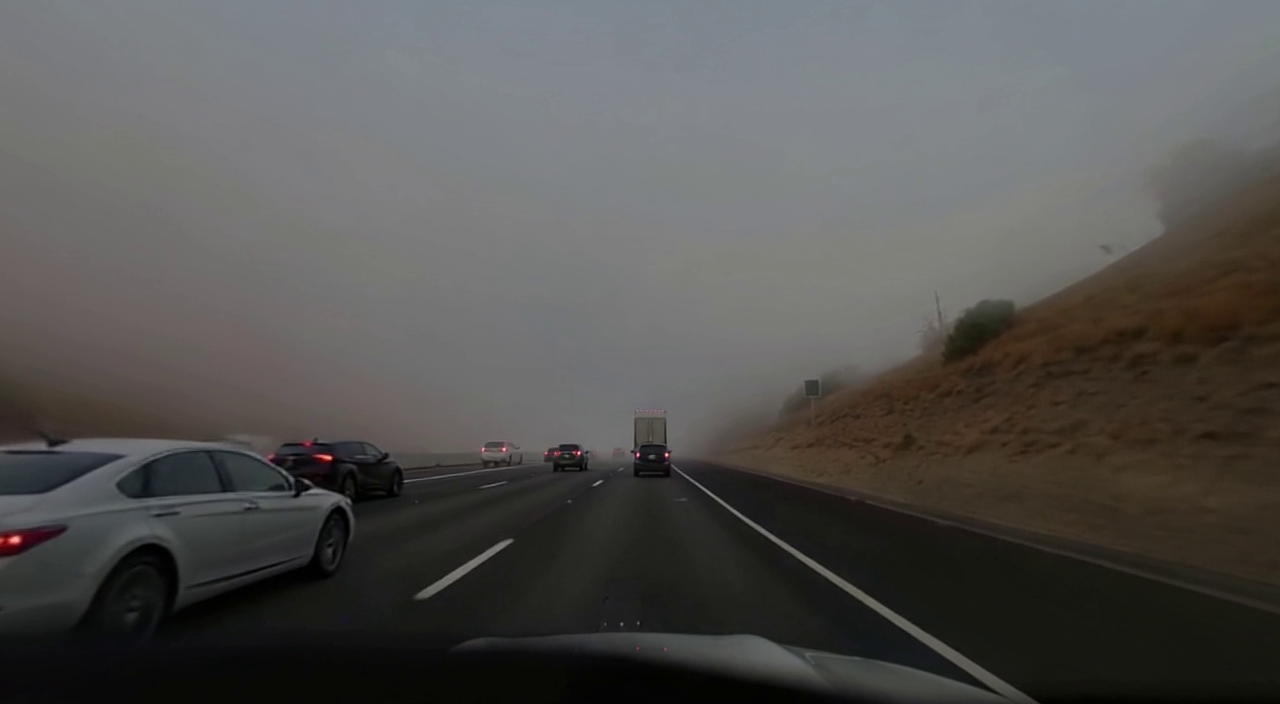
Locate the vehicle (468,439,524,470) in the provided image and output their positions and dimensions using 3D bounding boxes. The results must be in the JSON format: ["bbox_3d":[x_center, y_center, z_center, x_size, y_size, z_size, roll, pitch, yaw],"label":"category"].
[{"bbox_3d":[-10.526,7.540,46.577,2.421,2.025,6.236,0,-9,2],"label":"vehicle"}]

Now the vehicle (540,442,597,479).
[{"bbox_3d":[-3.415,5.291,31.073,2.155,1.661,4.477,0,-9,2],"label":"vehicle"}]

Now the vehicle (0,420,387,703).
[{"bbox_3d":[-3.891,1.332,4.826,1.943,1.468,4.547,1,-9,1],"label":"vehicle"}]

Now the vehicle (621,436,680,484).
[{"bbox_3d":[0.423,4.460,26.396,2.281,1.795,4.297,1,-9,1],"label":"vehicle"}]
